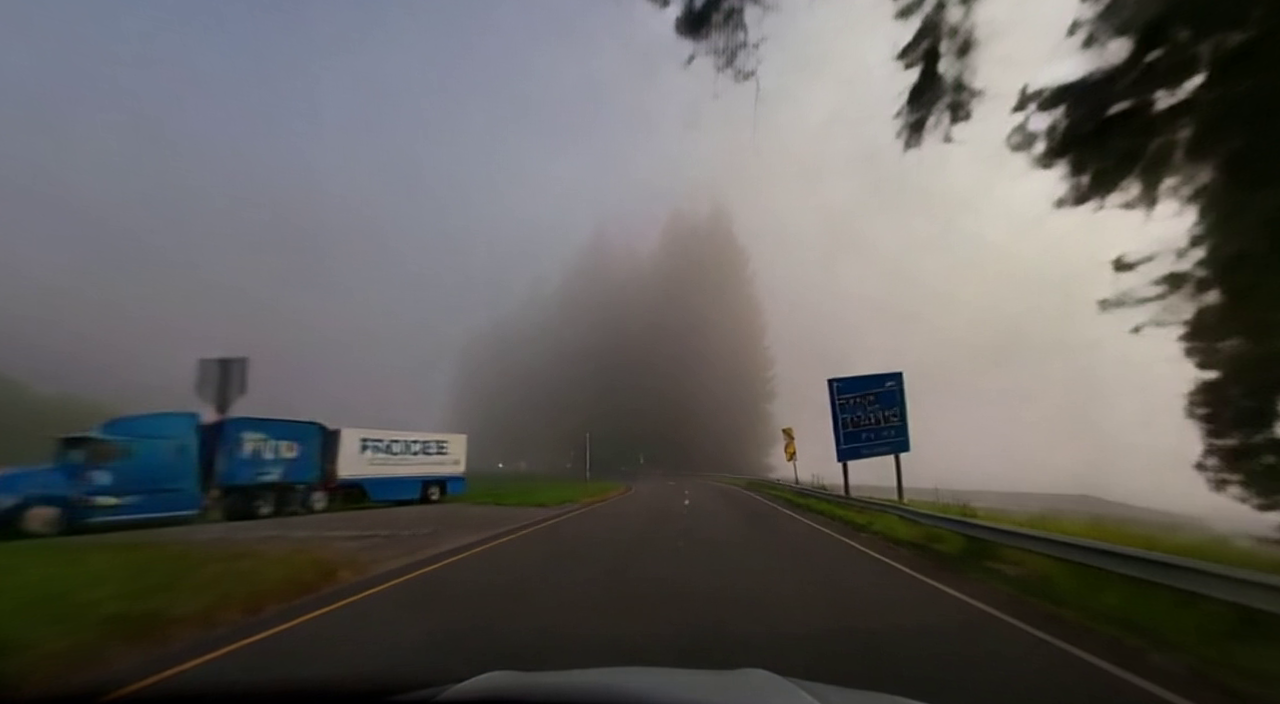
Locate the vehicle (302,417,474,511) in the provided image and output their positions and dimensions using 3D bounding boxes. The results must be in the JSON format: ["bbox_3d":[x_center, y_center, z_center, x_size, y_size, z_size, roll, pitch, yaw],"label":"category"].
[{"bbox_3d":[-12.333,5.682,31.860,2.935,4.083,7.922,-4,-12,25],"label":"vehicle"}]

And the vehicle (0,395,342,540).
[{"bbox_3d":[-16.917,4.317,23.634,2.952,4.284,9.811,-6,-13,34],"label":"vehicle"}]
